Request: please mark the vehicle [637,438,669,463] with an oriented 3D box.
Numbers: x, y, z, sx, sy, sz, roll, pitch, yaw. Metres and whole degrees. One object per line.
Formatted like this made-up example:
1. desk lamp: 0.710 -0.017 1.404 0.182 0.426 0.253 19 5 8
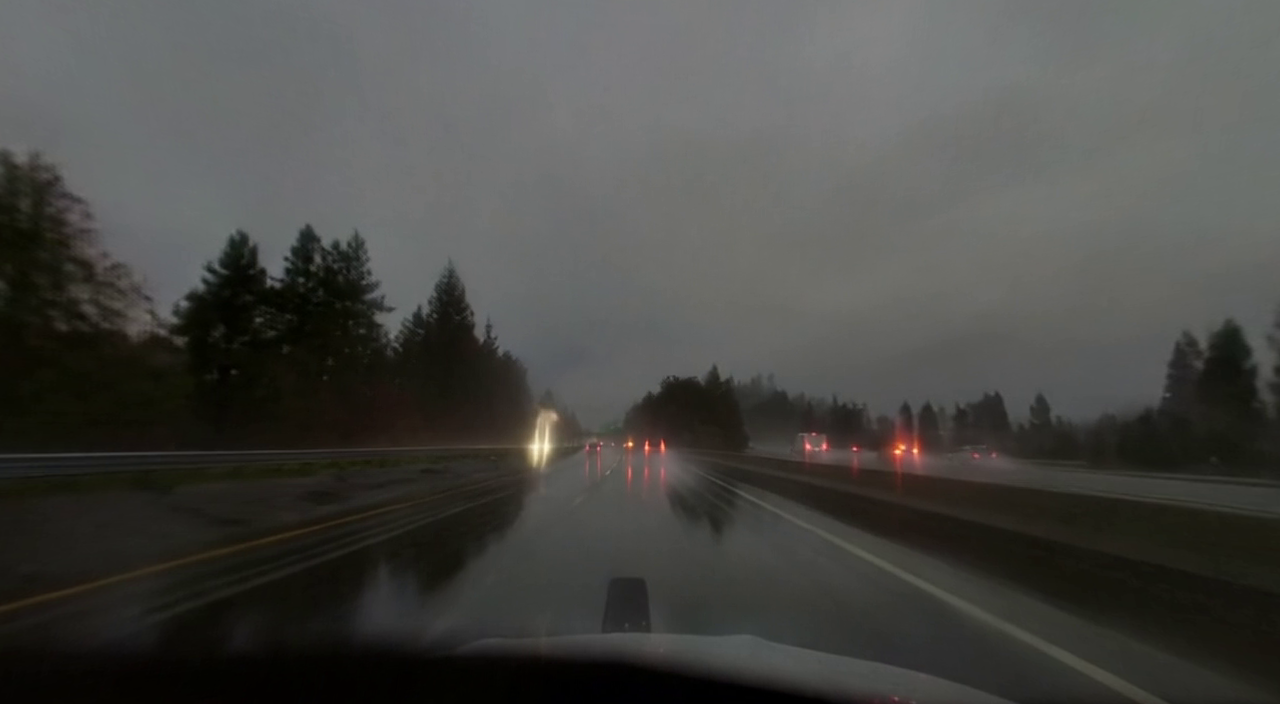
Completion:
1. vehicle: 0.828 6.531 41.775 1.966 1.542 3.979 0 -8 -1
